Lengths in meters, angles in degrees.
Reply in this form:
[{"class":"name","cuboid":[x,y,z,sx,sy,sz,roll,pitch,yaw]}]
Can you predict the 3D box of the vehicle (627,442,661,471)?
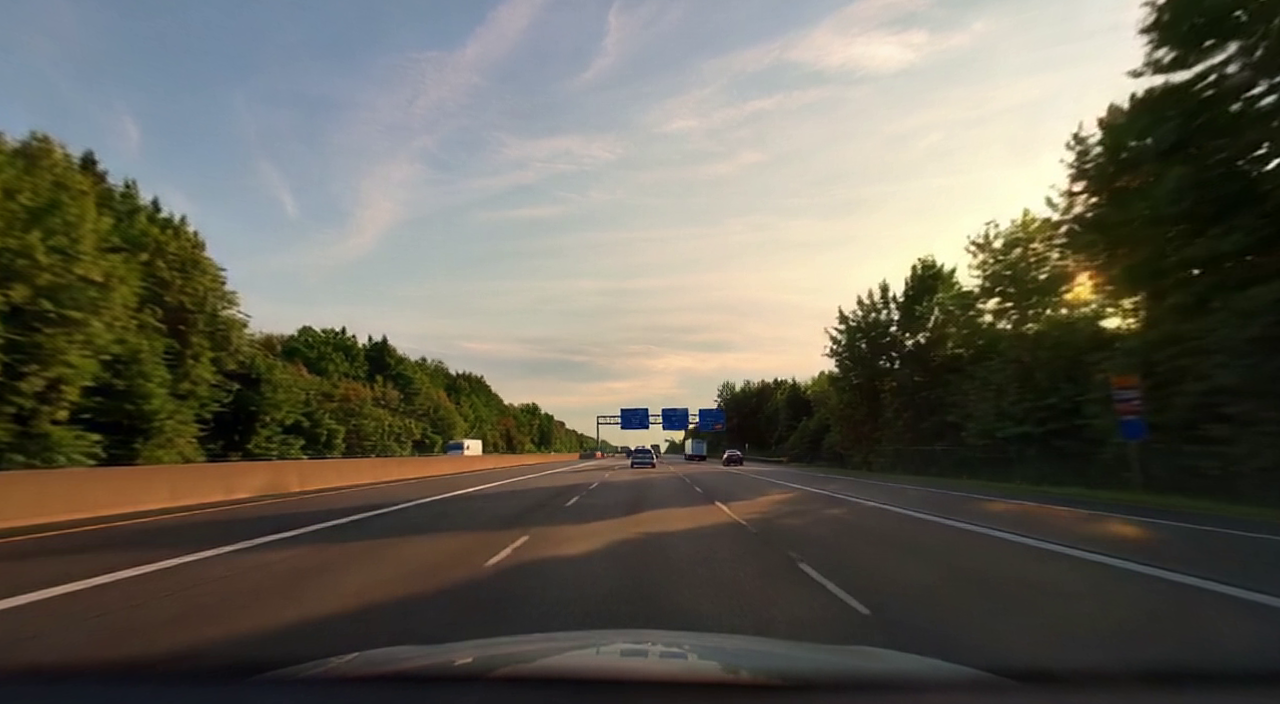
[{"class":"vehicle","cuboid":[0.278,7.035,42.507,2.167,1.847,4.097,0,-9,0]}]
